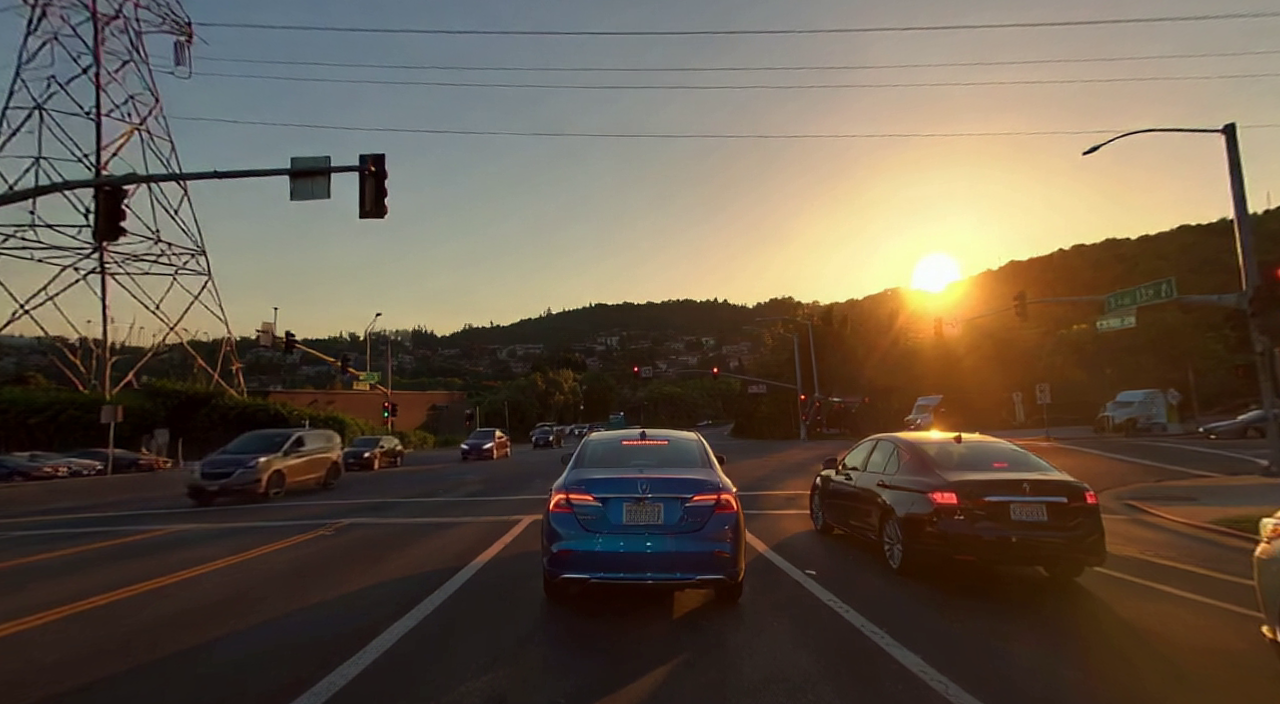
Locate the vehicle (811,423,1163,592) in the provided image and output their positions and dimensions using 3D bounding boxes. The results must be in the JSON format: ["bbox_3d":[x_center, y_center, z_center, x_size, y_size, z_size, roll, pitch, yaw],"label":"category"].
[{"bbox_3d":[3.651,1.685,7.725,1.835,1.473,4.190,0,-8,-2],"label":"vehicle"}]

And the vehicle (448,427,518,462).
[{"bbox_3d":[-8.983,5.390,36.627,2.161,1.818,5.672,-1,-8,5],"label":"vehicle"}]

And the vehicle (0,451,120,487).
[{"bbox_3d":[-25.920,5.114,27.761,4.263,1.464,1.895,0,-8,-1],"label":"vehicle"}]

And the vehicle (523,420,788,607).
[{"bbox_3d":[0.110,1.598,7.131,2.117,1.474,4.036,0,-8,0],"label":"vehicle"}]

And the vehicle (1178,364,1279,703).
[{"bbox_3d":[3.406,0.590,0.630,1.926,1.614,4.330,0,-8,1],"label":"vehicle"}]

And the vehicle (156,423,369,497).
[{"bbox_3d":[-10.065,2.953,17.609,2.269,1.716,5.700,-1,-8,2],"label":"vehicle"}]
